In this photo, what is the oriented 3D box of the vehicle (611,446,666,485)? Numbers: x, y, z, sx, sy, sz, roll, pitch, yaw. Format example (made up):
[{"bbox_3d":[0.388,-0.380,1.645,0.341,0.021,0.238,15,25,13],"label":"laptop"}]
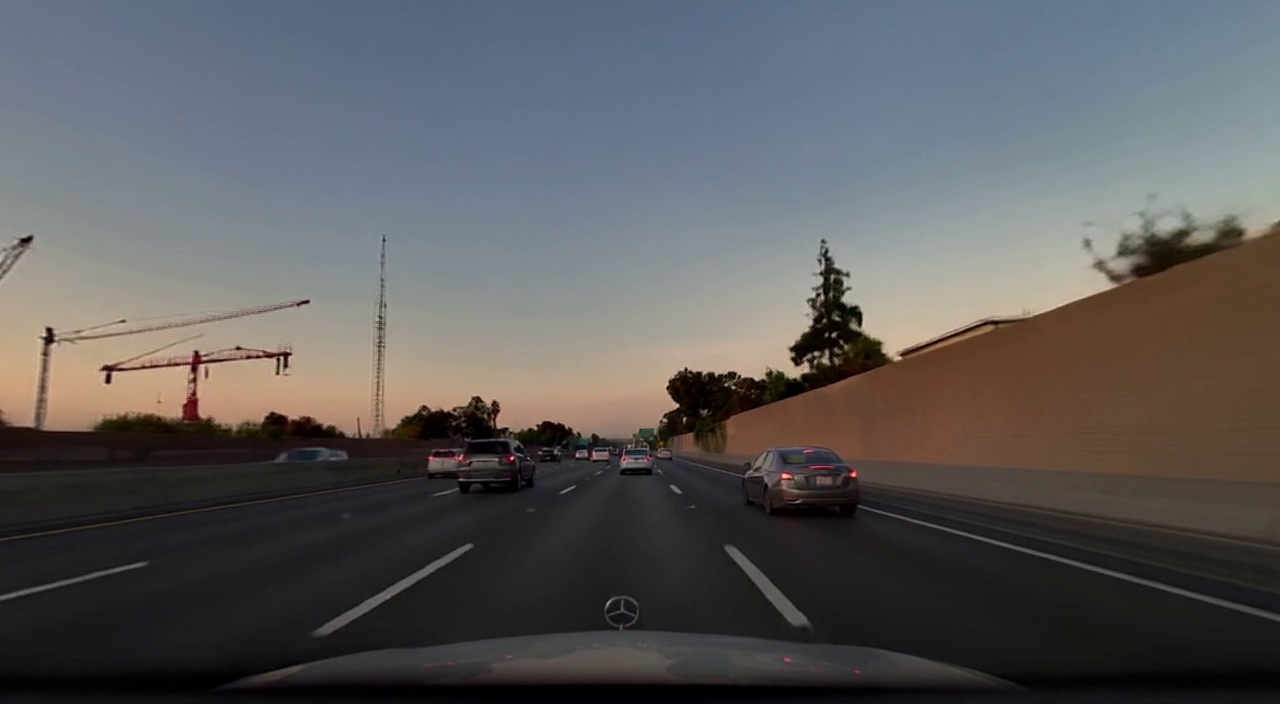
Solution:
[{"bbox_3d":[-0.088,4.572,25.751,2.045,1.452,4.040,0,-9,-1],"label":"vehicle"}]

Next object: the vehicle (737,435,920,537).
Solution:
[{"bbox_3d":[3.186,2.359,11.820,1.917,1.507,4.540,0,-9,-2],"label":"vehicle"}]

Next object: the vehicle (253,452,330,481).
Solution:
[{"bbox_3d":[-19.635,6.438,35.829,1.800,1.474,4.377,0,-9,1],"label":"vehicle"}]

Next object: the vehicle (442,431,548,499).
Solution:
[{"bbox_3d":[-4.156,3.321,18.905,2.121,1.775,4.335,0,-9,0],"label":"vehicle"}]
